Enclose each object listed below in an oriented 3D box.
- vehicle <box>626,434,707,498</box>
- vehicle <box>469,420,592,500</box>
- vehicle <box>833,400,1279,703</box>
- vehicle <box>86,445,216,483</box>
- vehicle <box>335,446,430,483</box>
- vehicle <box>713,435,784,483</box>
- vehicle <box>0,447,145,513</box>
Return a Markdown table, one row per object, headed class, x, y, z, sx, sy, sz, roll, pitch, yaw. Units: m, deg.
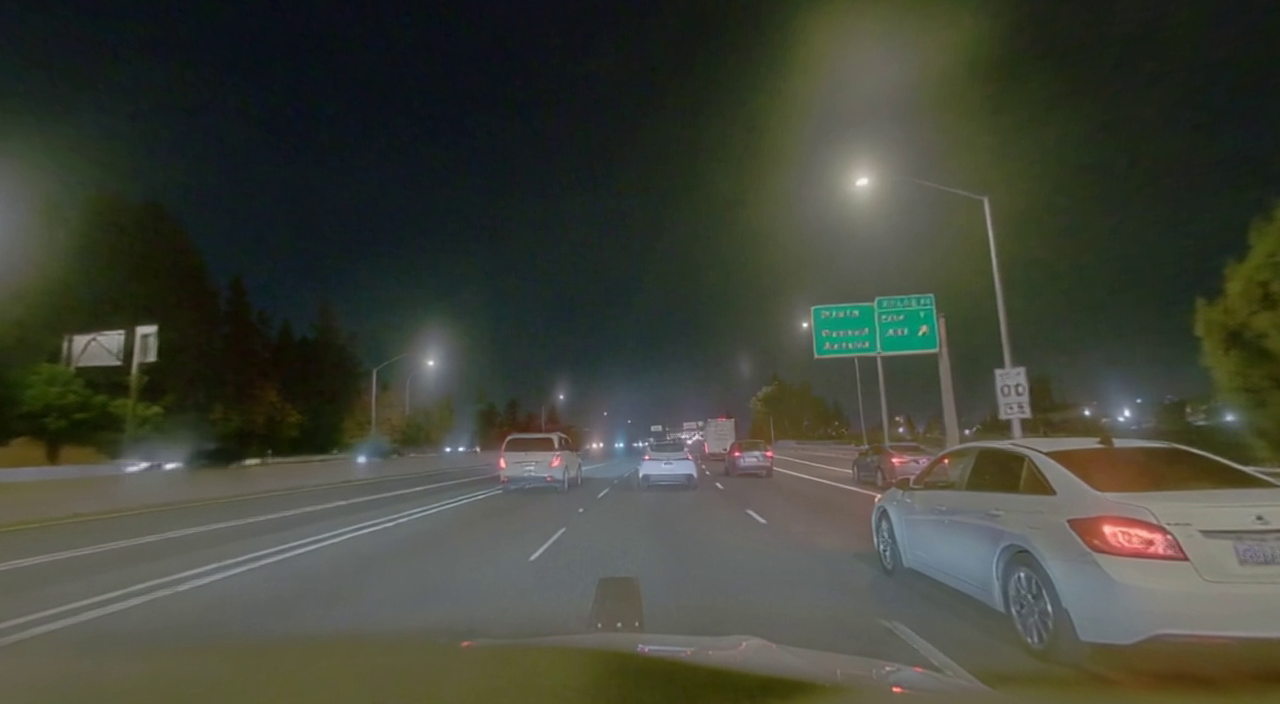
| class | x | y | z | sx | sy | sz | roll | pitch | yaw |
| --- | --- | --- | --- | --- | --- | --- | --- | --- | --- |
| vehicle | 0.750 | 3.247 | 18.213 | 2.074 | 1.614 | 3.803 | 0 | -9 | 2 |
| vehicle | -2.921 | 3.083 | 18.288 | 2.434 | 1.965 | 5.305 | 0 | -9 | 2 |
| vehicle | 3.083 | 1.263 | 4.459 | 2.009 | 1.489 | 4.559 | 0 | -9 | 0 |
| vehicle | -22.191 | 5.083 | 28.882 | 1.919 | 1.539 | 4.735 | -1 | -9 | 3 |
| vehicle | -11.524 | 5.076 | 28.639 | 2.047 | 1.519 | 4.771 | 0 | -9 | 3 |
| vehicle | 4.060 | 4.092 | 24.319 | 2.076 | 1.684 | 4.241 | 0 | -9 | 2 |
| vehicle | -15.613 | 3.210 | 16.169 | 1.881 | 1.502 | 4.680 | 0 | -9 | 2 |
